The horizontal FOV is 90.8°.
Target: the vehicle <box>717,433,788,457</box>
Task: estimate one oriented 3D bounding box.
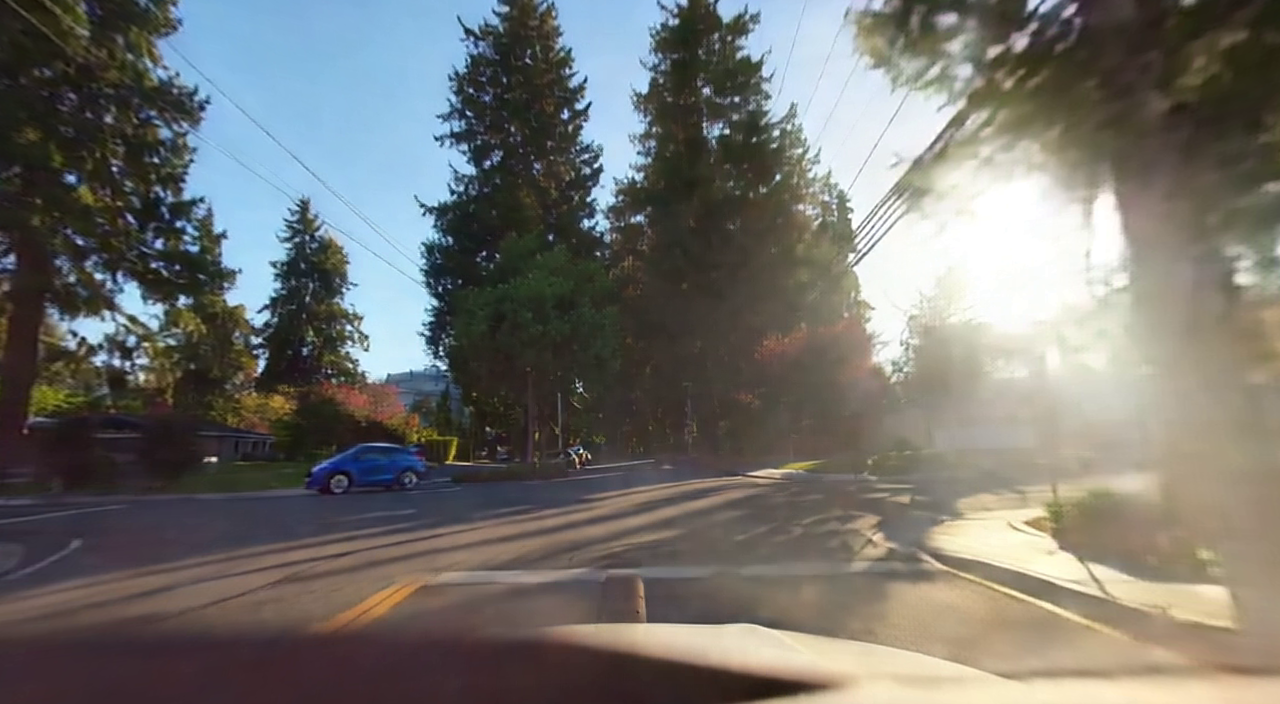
[{"bbox_3d":[8.215,6.837,46.437,4.784,1.647,1.947,0,-8,-4],"label":"vehicle"}]

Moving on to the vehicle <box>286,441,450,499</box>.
[{"bbox_3d":[-8.655,3.727,20.481,1.988,1.596,4.396,-7,-10,37],"label":"vehicle"}]
